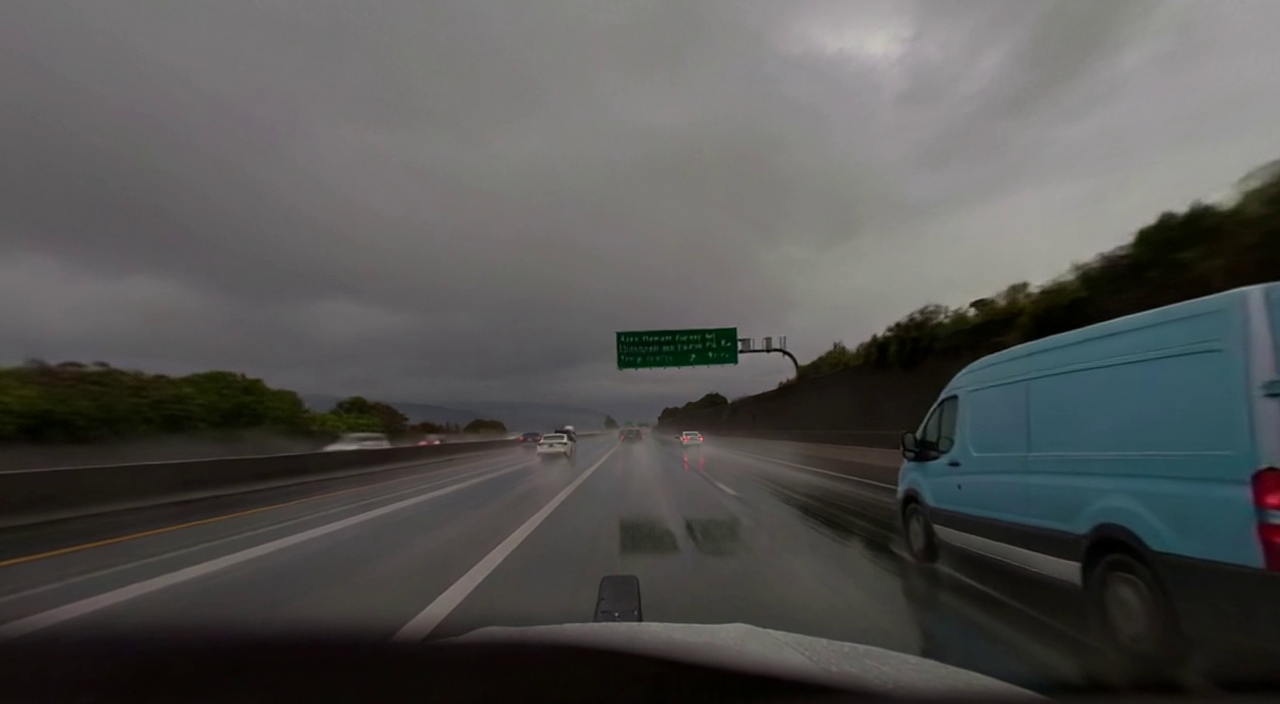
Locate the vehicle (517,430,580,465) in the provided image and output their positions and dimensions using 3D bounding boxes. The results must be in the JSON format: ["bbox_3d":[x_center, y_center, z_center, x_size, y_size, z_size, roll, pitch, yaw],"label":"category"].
[{"bbox_3d":[-4.053,4.307,28.639,2.204,1.486,4.121,0,-8,0],"label":"vehicle"}]

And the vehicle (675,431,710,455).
[{"bbox_3d":[3.317,5.879,40.778,1.806,1.469,3.681,0,-8,-2],"label":"vehicle"}]

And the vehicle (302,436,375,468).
[{"bbox_3d":[-15.142,5.008,31.824,1.813,1.476,3.803,0,-8,0],"label":"vehicle"}]
